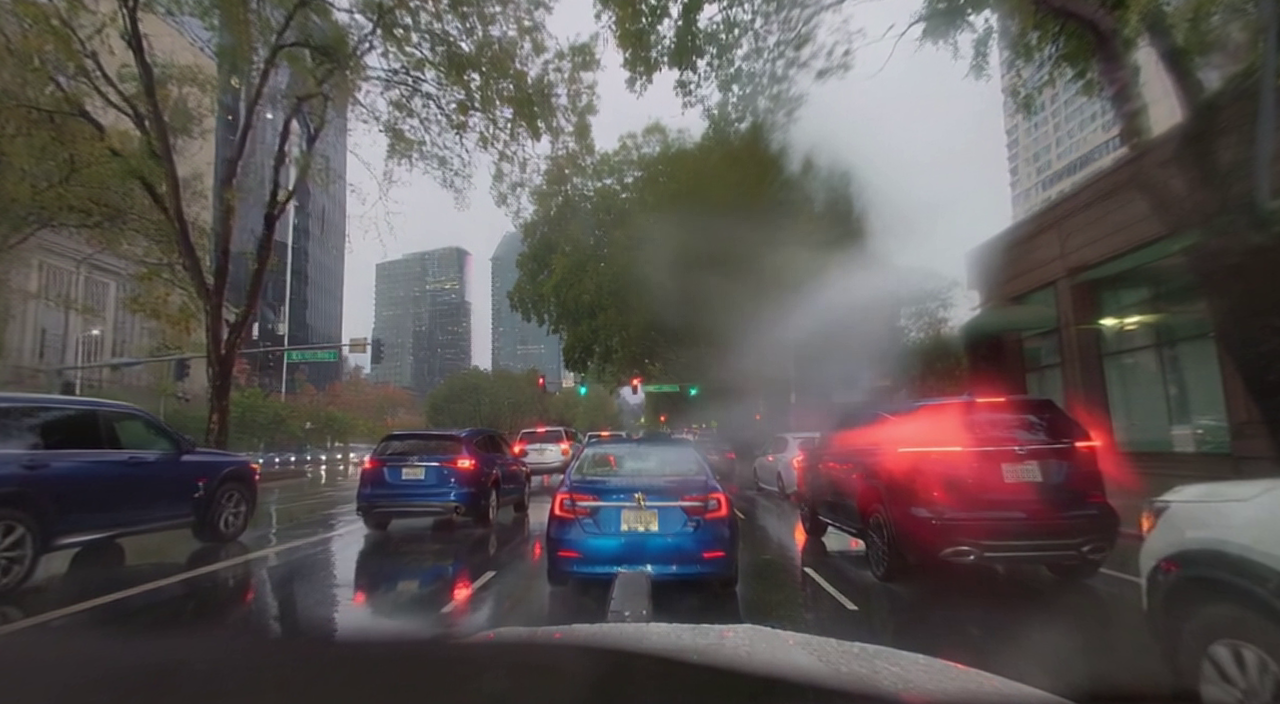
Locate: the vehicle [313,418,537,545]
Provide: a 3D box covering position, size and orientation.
[{"bbox_3d":[-3.324,2.115,10.962,2.168,1.719,4.561,-1,-8,2],"label":"vehicle"}]

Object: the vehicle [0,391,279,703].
[{"bbox_3d":[-3.361,0.799,1.534,2.144,1.505,4.635,-1,-8,1],"label":"vehicle"}]

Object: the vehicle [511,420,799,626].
[{"bbox_3d":[0.098,1.576,6.755,2.147,1.507,3.953,0,-8,0],"label":"vehicle"}]

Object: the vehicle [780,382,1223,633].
[{"bbox_3d":[3.091,1.437,6.775,2.108,1.785,4.334,0,-8,-1],"label":"vehicle"}]

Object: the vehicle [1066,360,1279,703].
[{"bbox_3d":[2.888,0.583,0.372,2.051,1.548,4.532,0,-9,0],"label":"vehicle"}]
